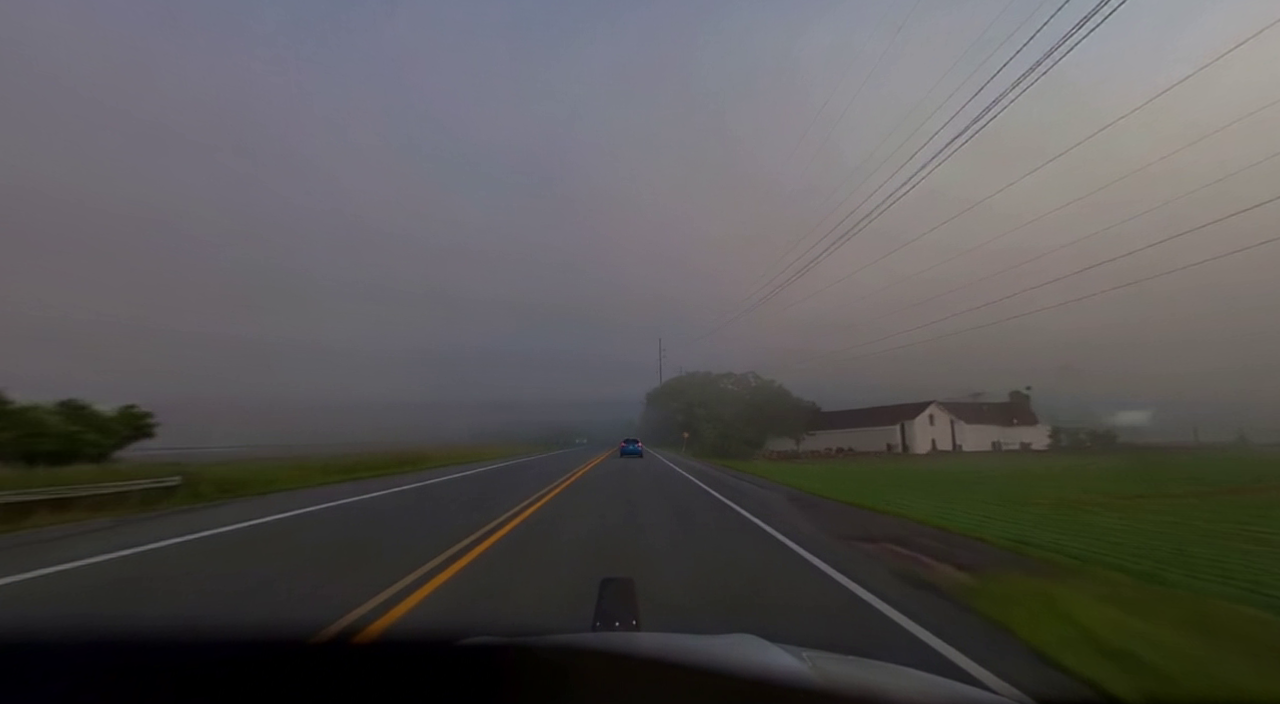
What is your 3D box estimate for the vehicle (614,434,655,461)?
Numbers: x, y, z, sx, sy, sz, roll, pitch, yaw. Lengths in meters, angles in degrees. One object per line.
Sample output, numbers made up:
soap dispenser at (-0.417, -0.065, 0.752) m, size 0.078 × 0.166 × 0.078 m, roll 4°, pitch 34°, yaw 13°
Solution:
vehicle at (-0.337, 5.550, 36.665) m, size 2.241 × 1.471 × 3.829 m, roll 0°, pitch -8°, yaw -1°
